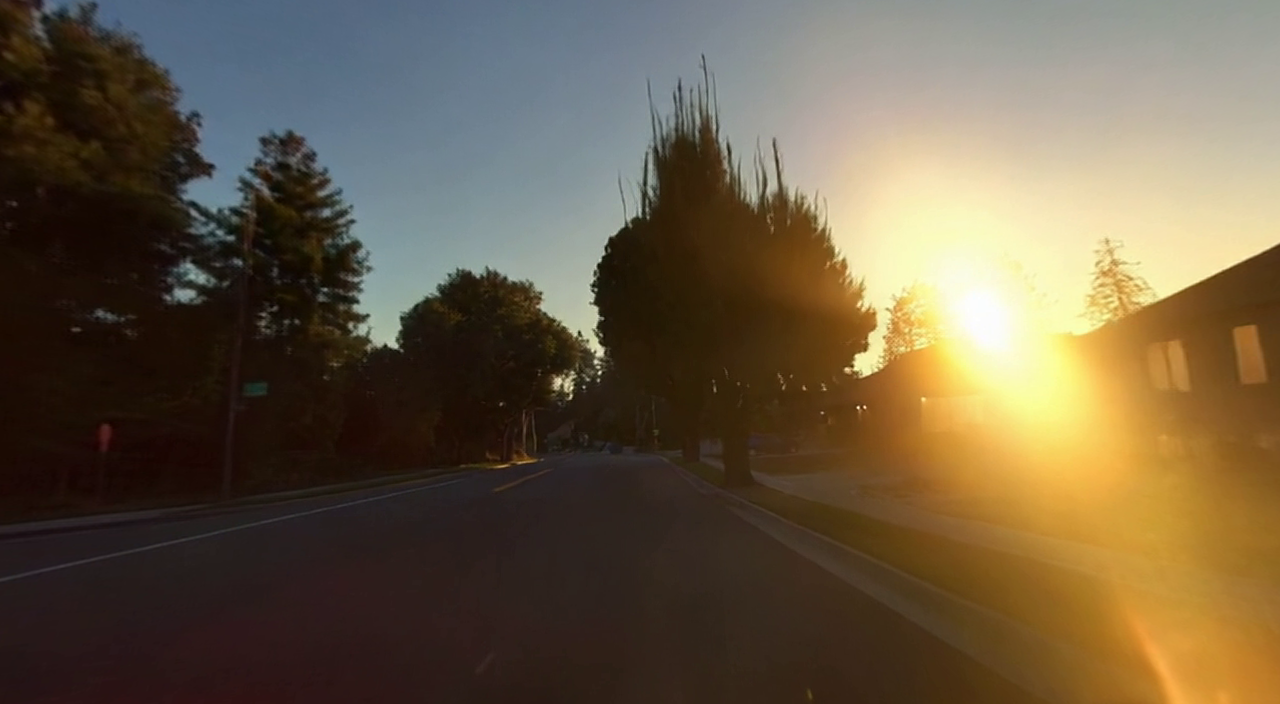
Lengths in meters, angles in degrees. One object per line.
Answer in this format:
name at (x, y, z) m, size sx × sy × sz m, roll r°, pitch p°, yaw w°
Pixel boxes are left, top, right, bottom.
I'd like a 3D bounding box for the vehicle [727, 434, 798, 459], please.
vehicle at (7.956, 6.145, 41.189) m, size 4.153 × 1.605 × 1.835 m, roll 0°, pitch -7°, yaw -3°
